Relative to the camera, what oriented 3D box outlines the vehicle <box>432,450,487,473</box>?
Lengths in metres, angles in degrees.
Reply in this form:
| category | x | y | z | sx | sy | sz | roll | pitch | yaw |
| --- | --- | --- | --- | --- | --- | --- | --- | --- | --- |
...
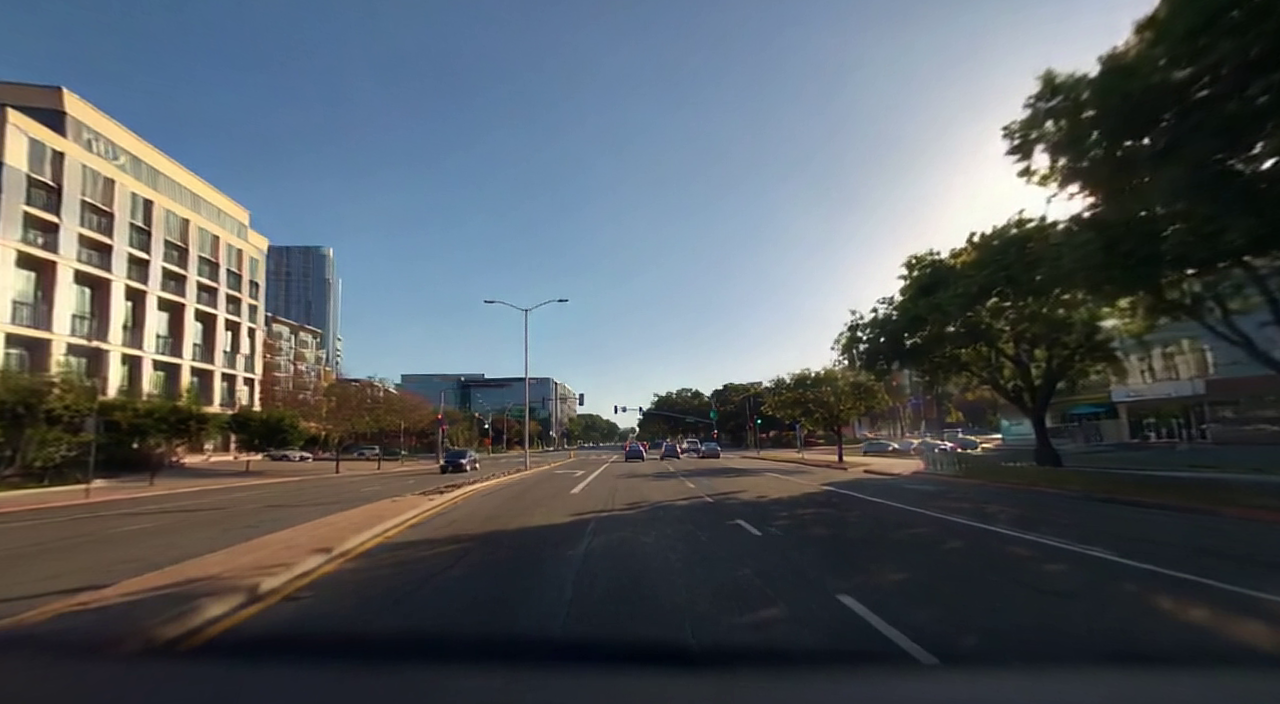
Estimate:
| category | x | y | z | sx | sy | sz | roll | pitch | yaw |
| --- | --- | --- | --- | --- | --- | --- | --- | --- | --- |
| vehicle | -12.021 | 7.313 | 42.459 | 2.247 | 1.475 | 4.593 | -1 | -9 | 1 |
